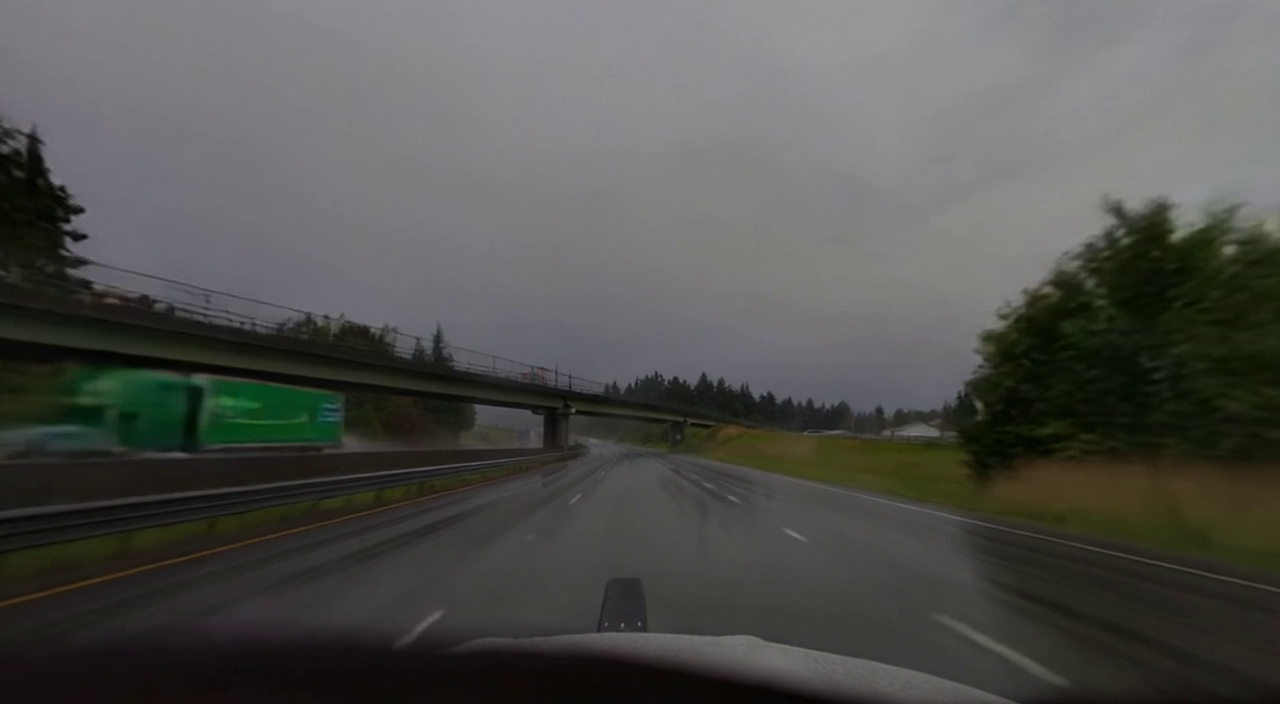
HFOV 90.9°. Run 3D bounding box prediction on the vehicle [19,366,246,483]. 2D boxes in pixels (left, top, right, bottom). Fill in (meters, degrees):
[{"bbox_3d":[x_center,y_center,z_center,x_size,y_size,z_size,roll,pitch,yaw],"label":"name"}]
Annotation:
[{"bbox_3d":[-18.845,2.901,24.189,3.317,3.898,6.395,0,-9,-3],"label":"vehicle"}]
